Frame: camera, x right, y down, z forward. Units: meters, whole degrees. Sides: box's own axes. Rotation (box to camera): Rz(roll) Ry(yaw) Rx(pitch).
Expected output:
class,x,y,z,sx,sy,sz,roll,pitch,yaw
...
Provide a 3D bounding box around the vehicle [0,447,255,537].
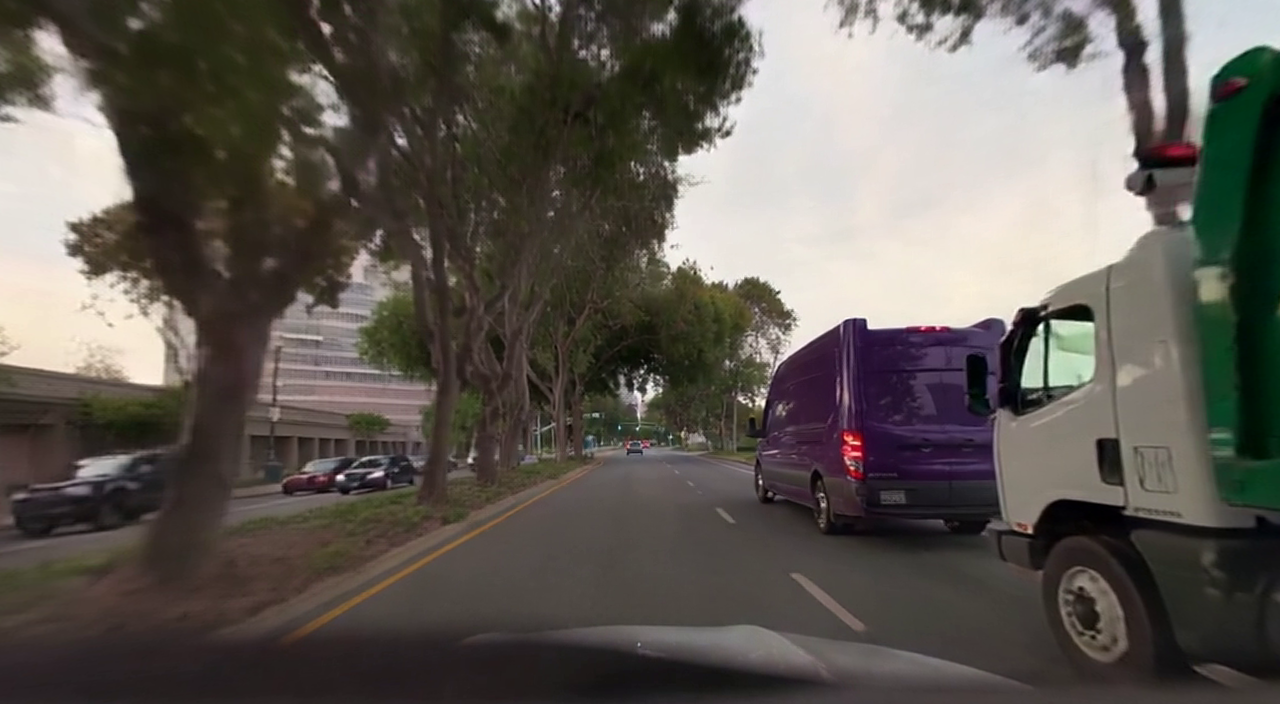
class,x,y,z,sx,sy,sz,roll,pitch,yaw
vehicle,-13.710,3.637,17.458,2.294,1.960,6.258,0,-8,-1

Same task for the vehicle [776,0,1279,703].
class,x,y,z,sx,sy,sz,roll,pitch,yaw
vehicle,3.823,0.371,5.655,2.731,3.407,10.262,0,-8,-1

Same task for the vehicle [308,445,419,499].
class,x,y,z,sx,sy,sz,roll,pitch,yaw
vehicle,-10.114,4.379,23.569,2.089,1.754,4.573,0,-8,-1

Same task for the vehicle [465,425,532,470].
class,x,y,z,sx,sy,sz,roll,pitch,yaw
vehicle,-10.516,7.260,48.044,3.257,3.085,9.164,0,-8,-2

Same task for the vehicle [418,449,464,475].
class,x,y,z,sx,sy,sz,roll,pitch,yaw
vehicle,-14.301,7.871,45.637,1.901,1.737,4.557,0,-8,-1
